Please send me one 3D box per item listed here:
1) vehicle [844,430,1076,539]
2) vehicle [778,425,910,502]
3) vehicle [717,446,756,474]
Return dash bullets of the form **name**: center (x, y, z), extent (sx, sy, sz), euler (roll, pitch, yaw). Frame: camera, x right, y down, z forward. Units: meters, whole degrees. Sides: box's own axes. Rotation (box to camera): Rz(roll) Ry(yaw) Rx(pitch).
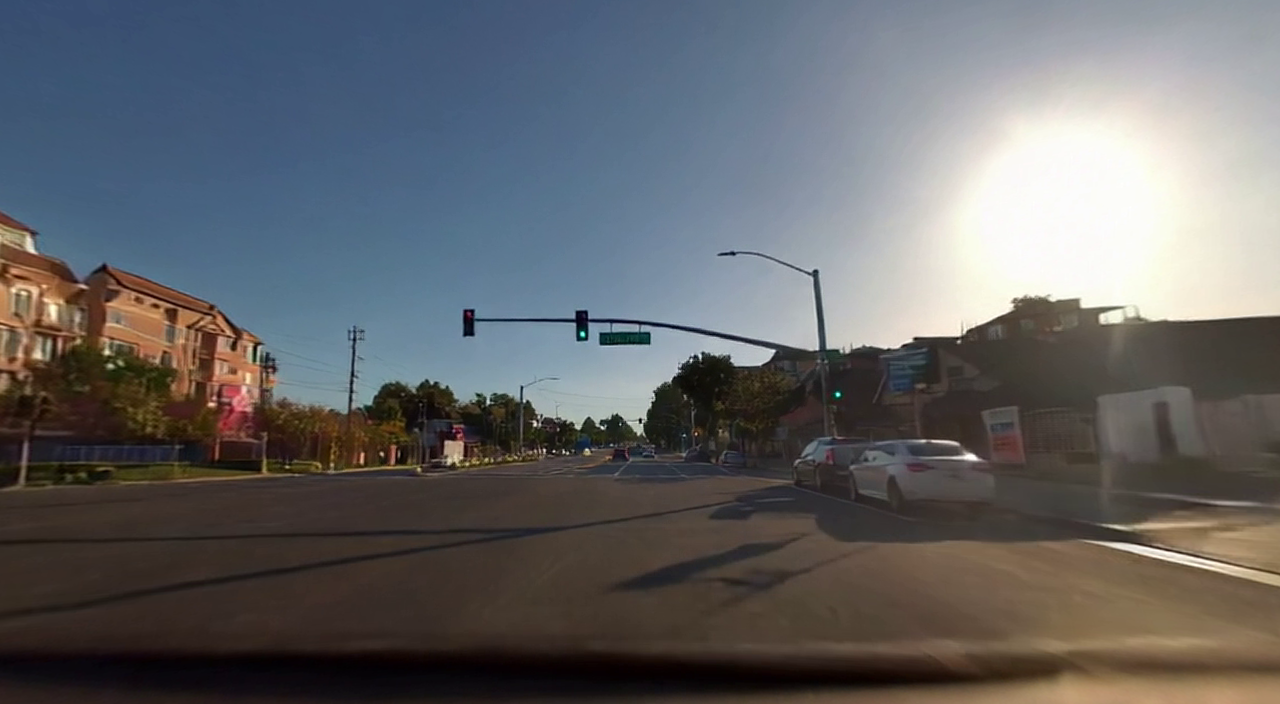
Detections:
- **vehicle**: center (5.811, 2.438, 12.434), extent (1.845, 1.664, 5.285), euler (0, -9, 0)
- **vehicle**: center (5.970, 3.324, 19.305), extent (2.182, 2.019, 5.247), euler (0, -8, -1)
- **vehicle**: center (6.228, 6.996, 41.113), extent (1.955, 1.679, 3.890), euler (0, -8, 0)
